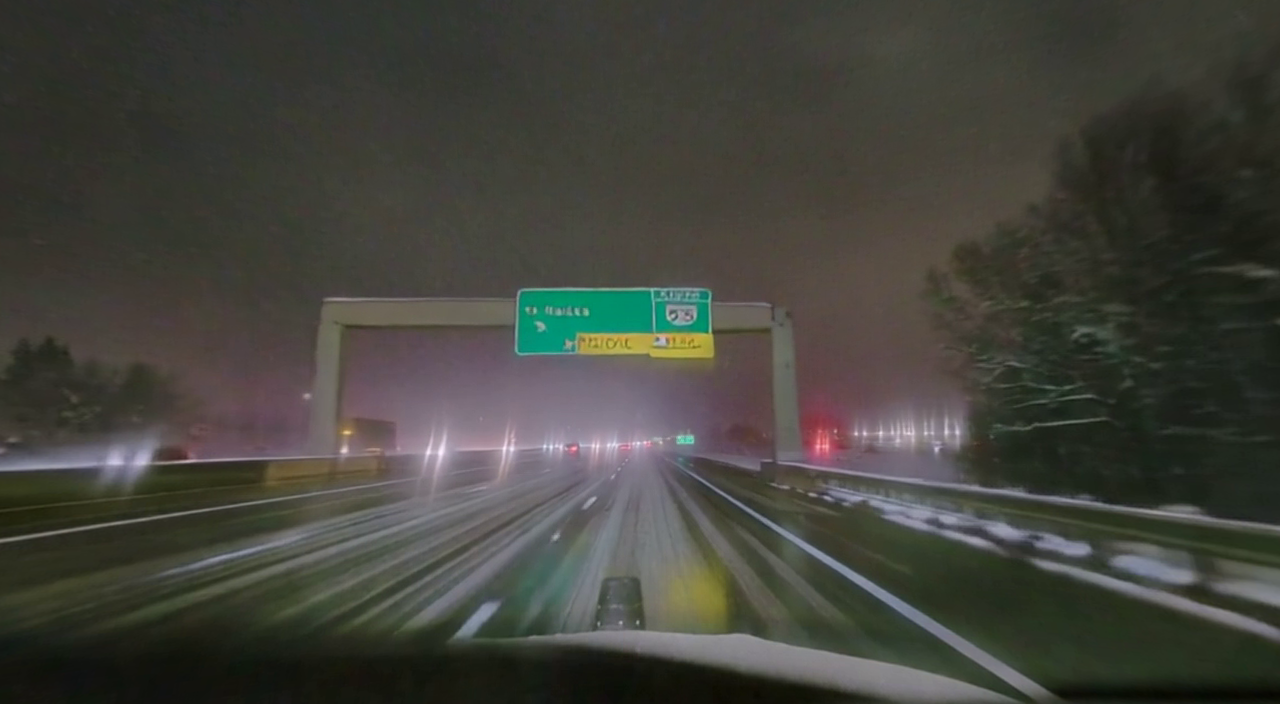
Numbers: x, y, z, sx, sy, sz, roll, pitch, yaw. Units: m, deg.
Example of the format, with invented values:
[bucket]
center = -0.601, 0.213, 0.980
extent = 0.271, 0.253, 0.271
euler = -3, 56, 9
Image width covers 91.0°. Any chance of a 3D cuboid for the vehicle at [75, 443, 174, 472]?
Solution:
[vehicle]
center = -30.606, 6.259, 37.617
extent = 1.900, 1.553, 4.687
euler = 1, -9, 0
